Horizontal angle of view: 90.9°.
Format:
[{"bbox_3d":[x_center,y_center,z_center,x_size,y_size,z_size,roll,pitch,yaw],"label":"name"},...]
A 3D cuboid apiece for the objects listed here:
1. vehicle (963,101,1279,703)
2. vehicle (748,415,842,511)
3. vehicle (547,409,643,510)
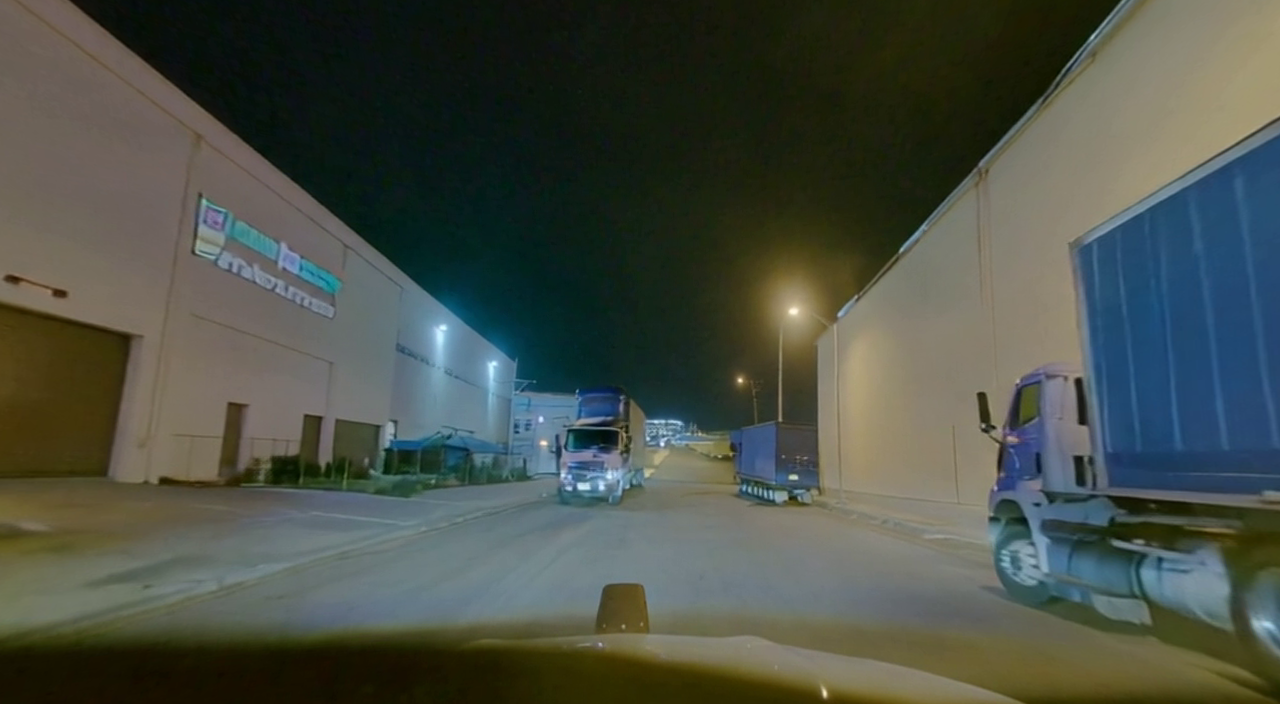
[{"bbox_3d":[6.315,0.332,4.013,2.966,4.658,11.455,-1,-8,3],"label":"vehicle"},{"bbox_3d":[8.557,6.281,36.623,3.132,4.690,11.286,-1,-8,3],"label":"vehicle"},{"bbox_3d":[-1.899,5.141,30.722,3.111,4.217,7.722,-1,-9,7],"label":"vehicle"}]
